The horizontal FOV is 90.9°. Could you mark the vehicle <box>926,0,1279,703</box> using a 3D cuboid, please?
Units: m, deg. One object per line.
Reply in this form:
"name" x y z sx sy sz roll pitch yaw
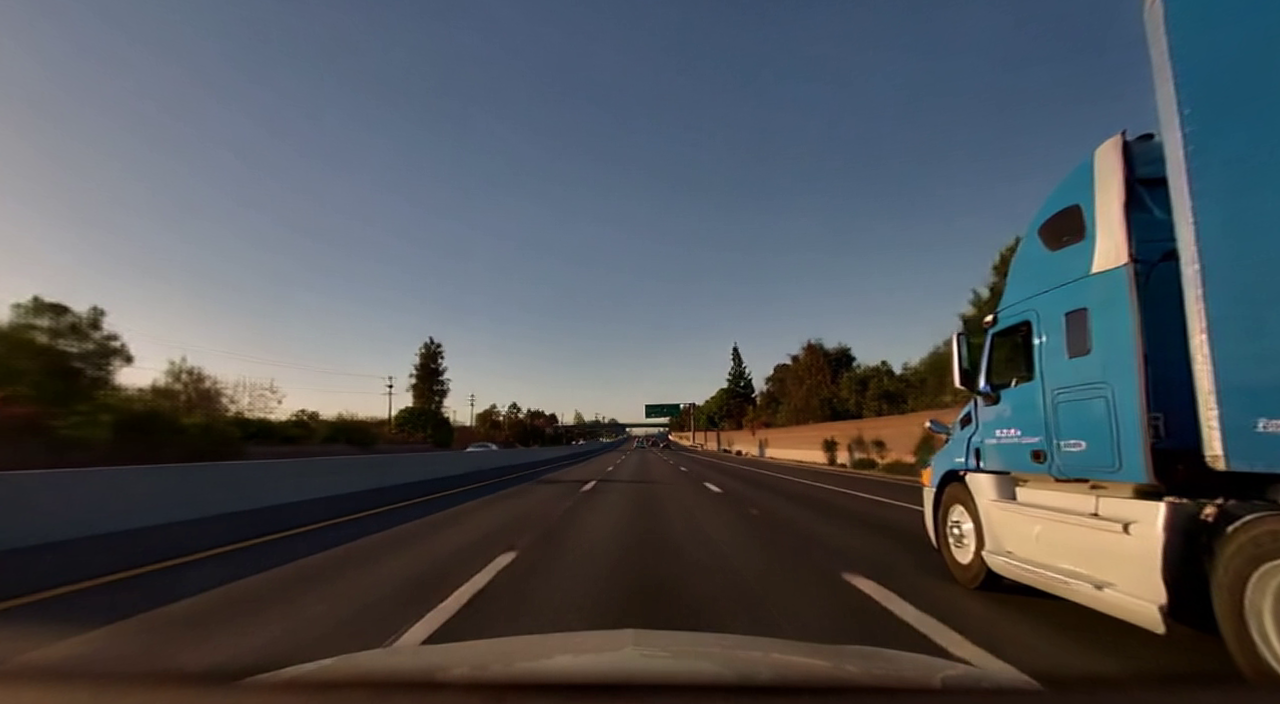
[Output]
"vehicle" 4.116 -0.457 0.971 3.012 3.768 8.945 0 -8 -1
